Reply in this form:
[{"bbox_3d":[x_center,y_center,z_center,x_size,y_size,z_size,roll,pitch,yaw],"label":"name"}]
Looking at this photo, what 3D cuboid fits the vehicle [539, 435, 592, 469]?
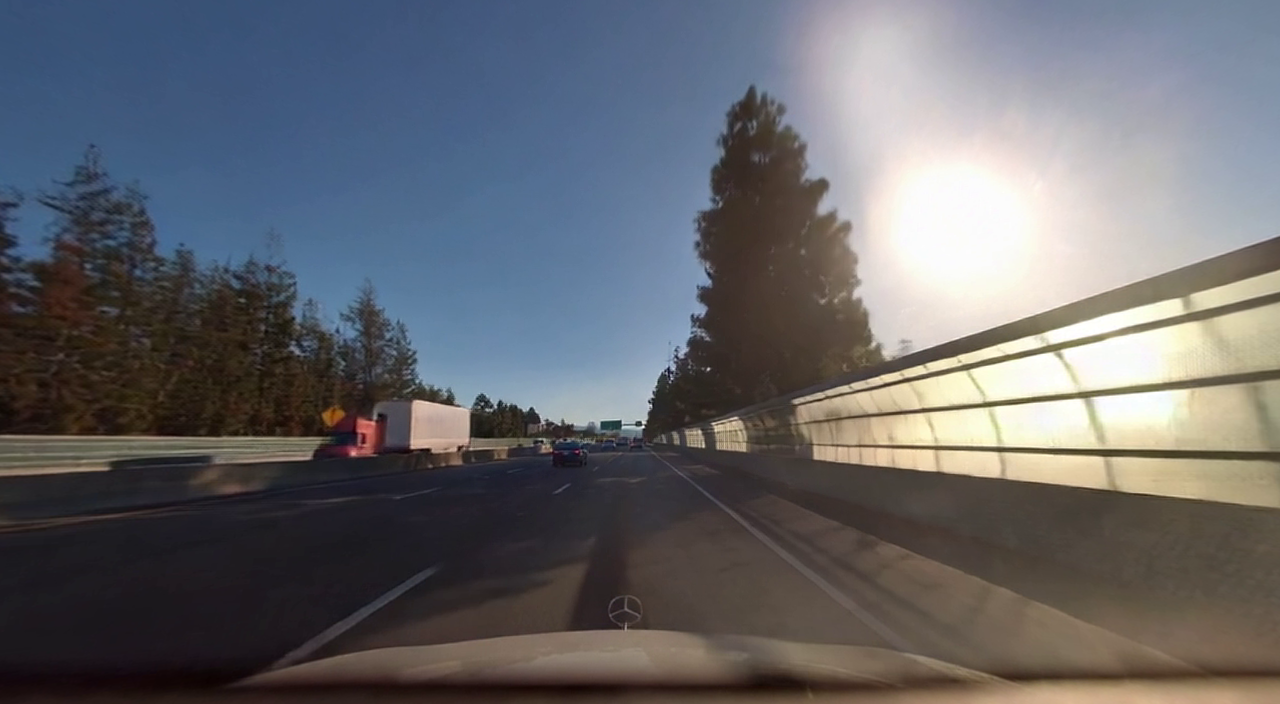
[{"bbox_3d":[-3.546,4.884,30.726,2.059,1.541,4.296,0,-8,0],"label":"vehicle"}]
